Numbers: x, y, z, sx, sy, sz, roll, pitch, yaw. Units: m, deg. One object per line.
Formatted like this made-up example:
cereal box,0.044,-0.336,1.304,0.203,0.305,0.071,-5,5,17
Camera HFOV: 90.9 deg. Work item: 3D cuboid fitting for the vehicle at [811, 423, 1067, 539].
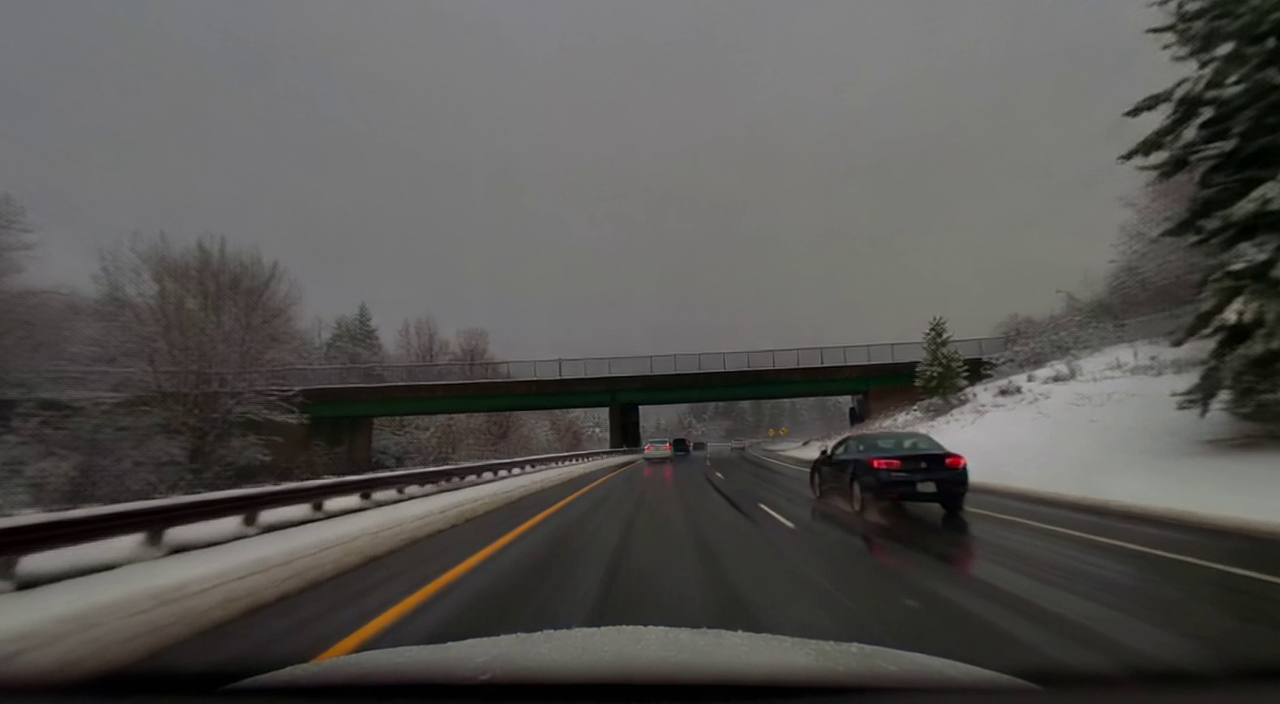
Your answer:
vehicle,4.487,2.015,10.479,2.163,1.489,4.470,0,-8,2

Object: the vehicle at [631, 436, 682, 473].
vehicle,0.756,4.370,27.029,1.993,1.461,3.812,-1,-8,3
